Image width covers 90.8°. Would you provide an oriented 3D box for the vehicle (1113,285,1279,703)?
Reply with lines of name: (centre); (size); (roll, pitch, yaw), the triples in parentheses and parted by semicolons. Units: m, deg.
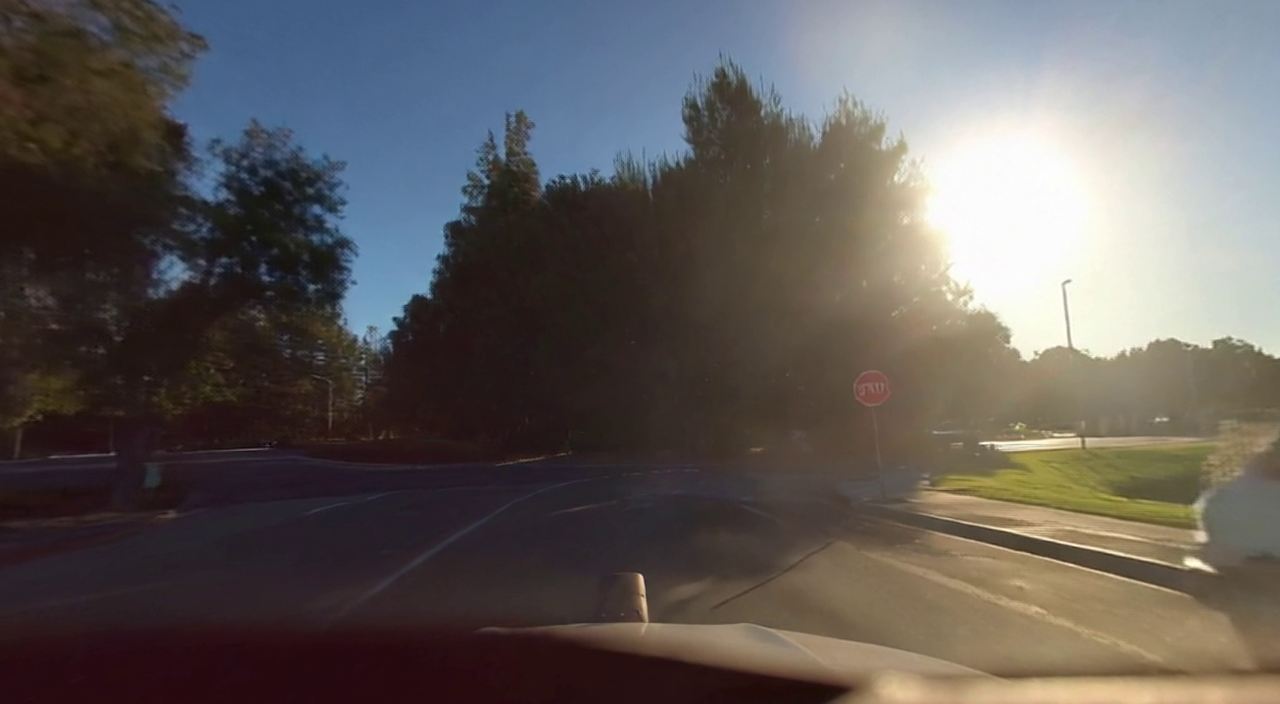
vehicle: (4.905, 0.490, 1.413); (2.659, 2.245, 5.991); (1, -8, -5)
